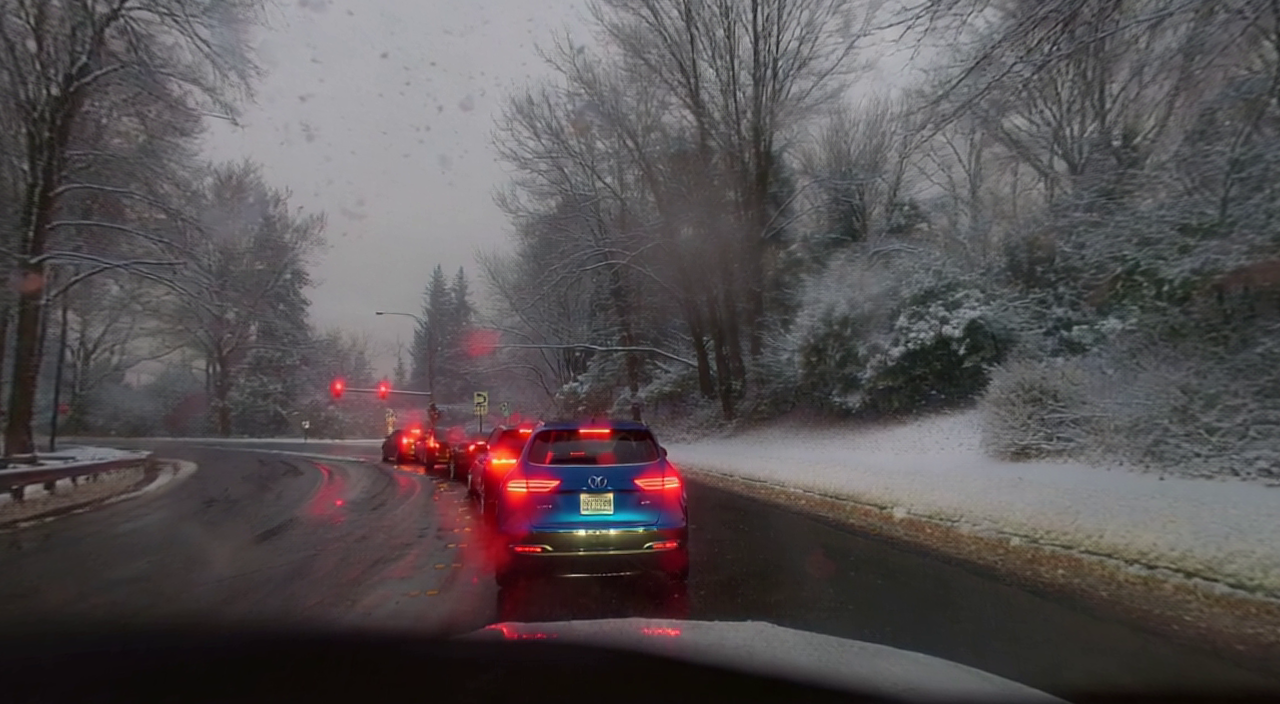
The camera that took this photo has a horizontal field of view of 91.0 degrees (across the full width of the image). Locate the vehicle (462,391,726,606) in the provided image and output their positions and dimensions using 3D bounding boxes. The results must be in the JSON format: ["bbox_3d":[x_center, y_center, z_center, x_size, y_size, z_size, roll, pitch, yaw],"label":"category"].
[{"bbox_3d":[-0.679,1.459,7.199,2.134,1.671,4.147,1,-8,-10],"label":"vehicle"}]

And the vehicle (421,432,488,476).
[{"bbox_3d":[-7.286,3.923,24.490,1.902,1.536,3.662,4,-9,-25],"label":"vehicle"}]
